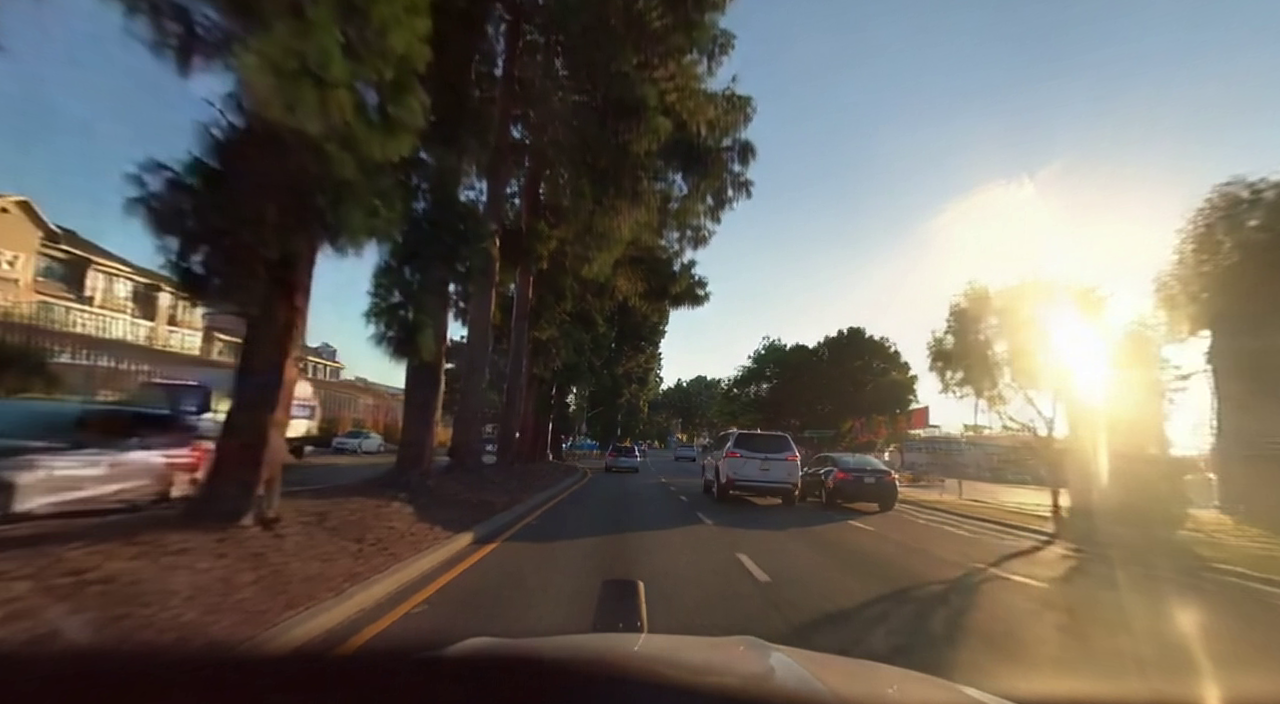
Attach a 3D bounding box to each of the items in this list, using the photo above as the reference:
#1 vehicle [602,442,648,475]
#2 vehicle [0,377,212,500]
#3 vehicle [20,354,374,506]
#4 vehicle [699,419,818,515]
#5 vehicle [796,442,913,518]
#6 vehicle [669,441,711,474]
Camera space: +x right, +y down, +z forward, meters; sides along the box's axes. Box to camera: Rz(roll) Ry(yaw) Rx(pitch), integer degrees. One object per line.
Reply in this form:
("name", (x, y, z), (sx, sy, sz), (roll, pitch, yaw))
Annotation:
("vehicle", (-0.693, 5.136, 30.648), (2.119, 1.460, 3.847), (0, -9, 0))
("vehicle", (-8.962, 1.325, 9.491), (1.981, 1.514, 4.323), (0, -9, 0))
("vehicle", (-11.557, 2.099, 18.539), (2.947, 3.206, 10.111), (0, -5, 1))
("vehicle", (2.813, 2.823, 15.924), (2.035, 1.940, 4.299), (3, -9, -1))
("vehicle", (6.277, 3.738, 19.031), (1.913, 1.777, 4.269), (7, -9, 0))
("vehicle", (2.781, 5.948, 35.852), (1.922, 1.708, 4.126), (0, -9, -2))
